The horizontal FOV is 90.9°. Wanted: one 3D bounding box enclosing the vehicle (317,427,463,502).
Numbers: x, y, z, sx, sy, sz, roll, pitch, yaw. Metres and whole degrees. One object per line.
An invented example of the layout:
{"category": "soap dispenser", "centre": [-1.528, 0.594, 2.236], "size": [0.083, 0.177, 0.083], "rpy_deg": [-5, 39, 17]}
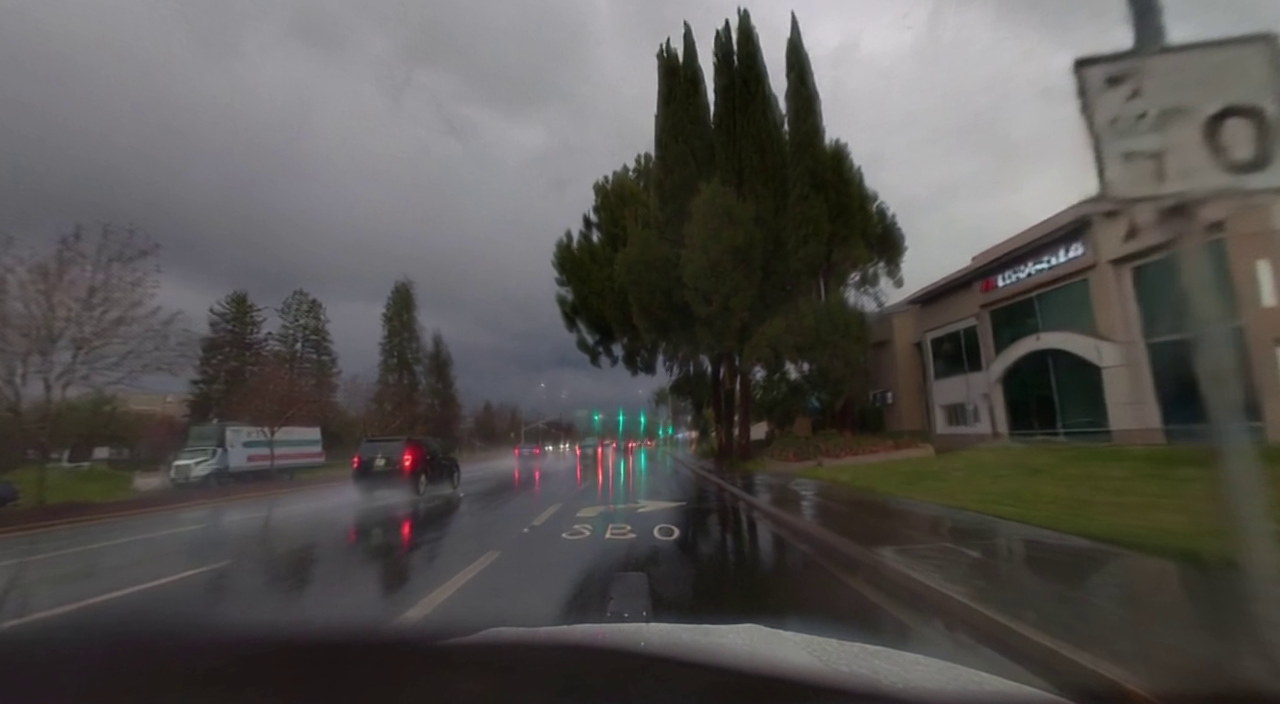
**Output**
{"category": "vehicle", "centre": [-6.866, 3.129, 18.050], "size": [2.137, 1.835, 4.844], "rpy_deg": [0, -8, 1]}

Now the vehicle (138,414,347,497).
{"category": "vehicle", "centre": [-21.744, 5.818, 36.478], "size": [3.033, 3.777, 14.652], "rpy_deg": [0, -8, -2]}

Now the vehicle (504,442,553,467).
{"category": "vehicle", "centre": [-6.702, 6.187, 38.380], "size": [2.072, 1.427, 4.328], "rpy_deg": [0, -8, 1]}

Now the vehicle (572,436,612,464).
{"category": "vehicle", "centre": [-2.956, 6.093, 39.384], "size": [2.100, 1.661, 3.837], "rpy_deg": [0, -8, 1]}
